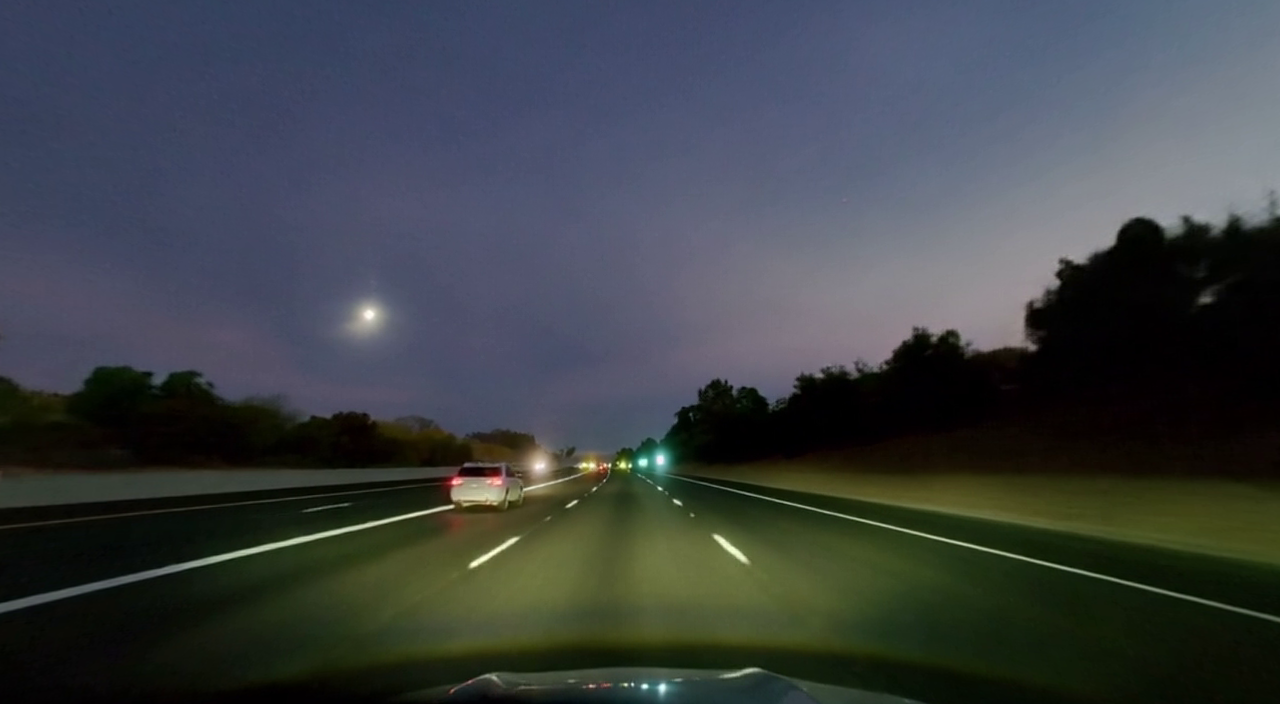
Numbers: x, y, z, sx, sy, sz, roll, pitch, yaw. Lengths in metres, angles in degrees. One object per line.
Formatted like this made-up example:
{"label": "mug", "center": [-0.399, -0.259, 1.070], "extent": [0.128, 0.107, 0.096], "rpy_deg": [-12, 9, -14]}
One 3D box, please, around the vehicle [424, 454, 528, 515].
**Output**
{"label": "vehicle", "center": [-4.658, 3.836, 18.510], "extent": [2.025, 1.584, 3.657], "rpy_deg": [0, -10, 0]}
